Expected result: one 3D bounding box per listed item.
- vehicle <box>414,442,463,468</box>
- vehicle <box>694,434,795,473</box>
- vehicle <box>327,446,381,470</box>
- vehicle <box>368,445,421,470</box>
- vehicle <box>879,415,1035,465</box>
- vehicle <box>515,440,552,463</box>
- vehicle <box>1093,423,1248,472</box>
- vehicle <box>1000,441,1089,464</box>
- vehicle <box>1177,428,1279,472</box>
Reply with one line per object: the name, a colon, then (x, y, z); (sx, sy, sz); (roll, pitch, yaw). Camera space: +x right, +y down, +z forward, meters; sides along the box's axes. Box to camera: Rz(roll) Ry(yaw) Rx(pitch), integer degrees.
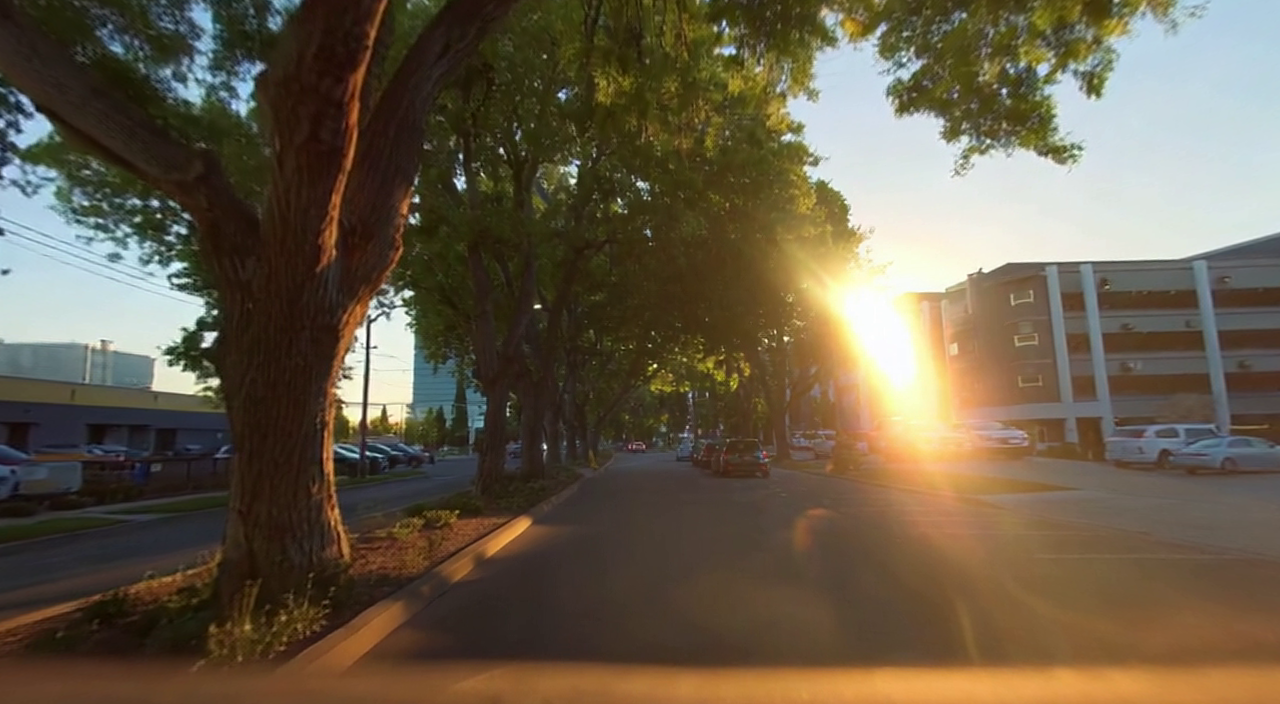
vehicle: (-14.268, 7.293, 44.983); (1.888, 1.657, 4.138); (0, -8, 4)
vehicle: (5.063, 4.876, 30.430); (4.626, 1.723, 1.939); (5, -10, -33)
vehicle: (-20.139, 7.466, 44.653); (1.880, 1.617, 3.870); (0, -8, 1)
vehicle: (-17.126, 7.357, 44.286); (1.850, 1.531, 4.256); (0, -8, 4)
vehicle: (13.680, 3.850, 27.566); (5.540, 2.045, 2.259); (0, -8, -2)
vehicle: (-7.784, 7.325, 46.641); (1.993, 1.640, 4.457); (0, -8, -1)
vehicle: (25.657, 4.610, 30.708); (5.596, 2.168, 2.307); (2, -8, -4)
vehicle: (26.395, 6.565, 41.268); (4.558, 1.452, 1.790); (0, -8, -1)
vehicle: (26.481, 4.235, 27.308); (4.591, 1.808, 2.016); (0, -9, 0)
